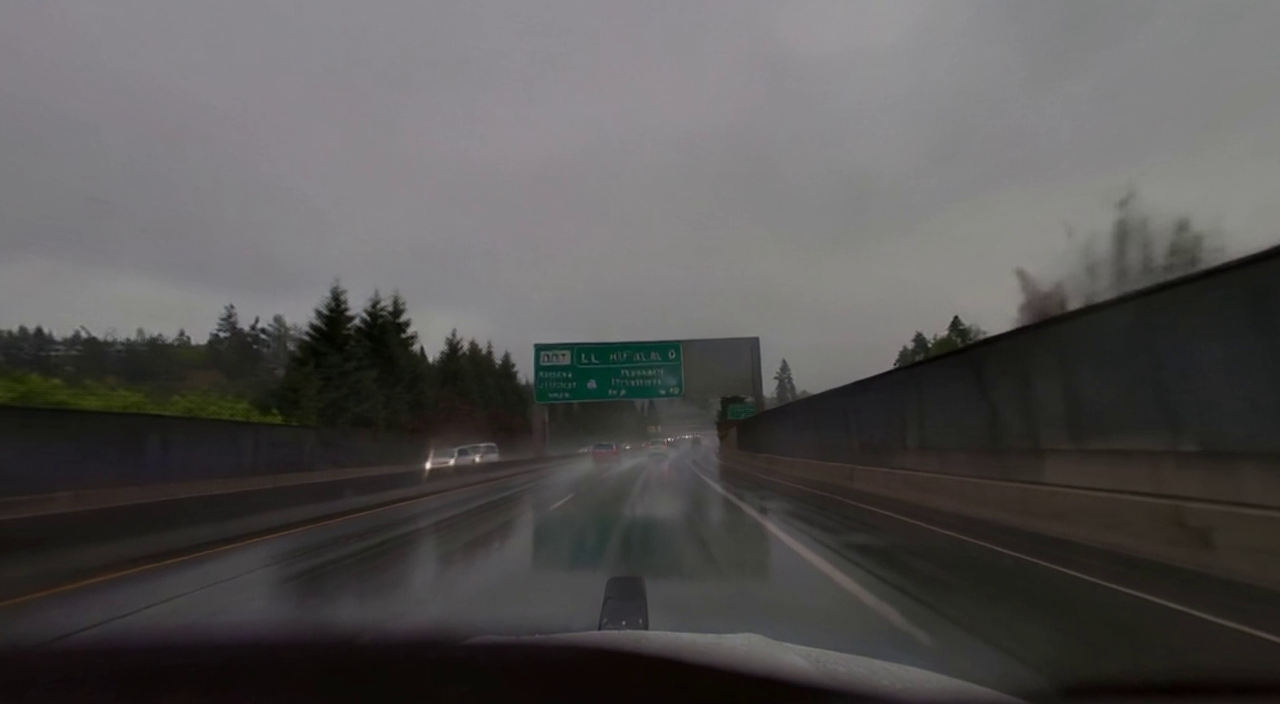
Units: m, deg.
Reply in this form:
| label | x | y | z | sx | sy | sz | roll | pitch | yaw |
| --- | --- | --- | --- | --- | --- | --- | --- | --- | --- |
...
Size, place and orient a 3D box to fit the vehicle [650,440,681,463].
| label | x | y | z | sx | sy | sz | roll | pitch | yaw |
| --- | --- | --- | --- | --- | --- | --- | --- | --- | --- |
| vehicle | 1.870 | 7.137 | 45.311 | 2.077 | 1.533 | 3.854 | -1 | -8 | 3 |

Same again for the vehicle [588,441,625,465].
| label | x | y | z | sx | sy | sz | roll | pitch | yaw |
| --- | --- | --- | --- | --- | --- | --- | --- | --- | --- |
| vehicle | -2.138 | 6.565 | 41.140 | 1.985 | 1.518 | 3.847 | -1 | -8 | 4 |

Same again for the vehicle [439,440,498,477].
| label | x | y | z | sx | sy | sz | roll | pitch | yaw |
| --- | --- | --- | --- | --- | --- | --- | --- | --- | --- |
| vehicle | -12.865 | 8.002 | 47.623 | 2.577 | 2.627 | 5.306 | -1 | -8 | 4 |

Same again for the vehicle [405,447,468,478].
| label | x | y | z | sx | sy | sz | roll | pitch | yaw |
| --- | --- | --- | --- | --- | --- | --- | --- | --- | --- |
| vehicle | -13.363 | 7.275 | 41.766 | 2.085 | 1.879 | 5.421 | -1 | -8 | 3 |
